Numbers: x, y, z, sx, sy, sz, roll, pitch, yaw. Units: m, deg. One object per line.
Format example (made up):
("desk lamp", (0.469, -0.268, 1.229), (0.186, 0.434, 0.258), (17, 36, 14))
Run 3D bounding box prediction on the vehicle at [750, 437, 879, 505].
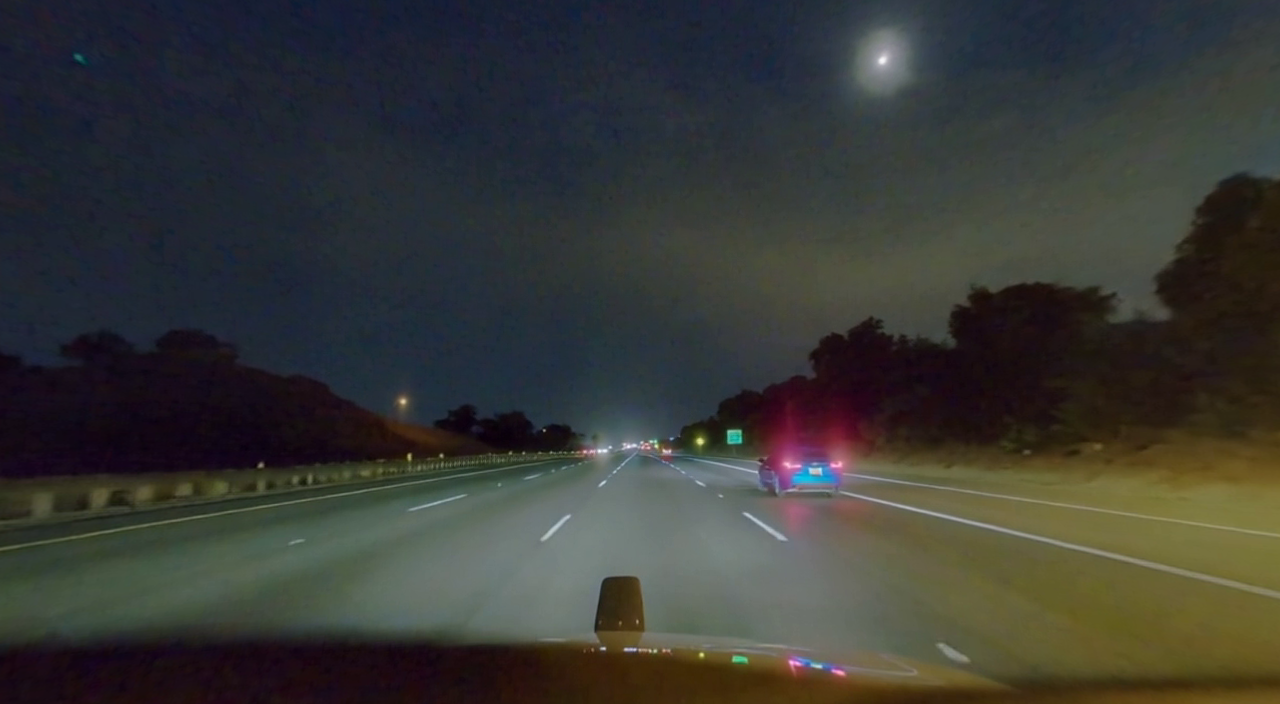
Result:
("vehicle", (4.293, 3.011, 16.339), (2.033, 1.501, 4.398), (0, -9, -1))
